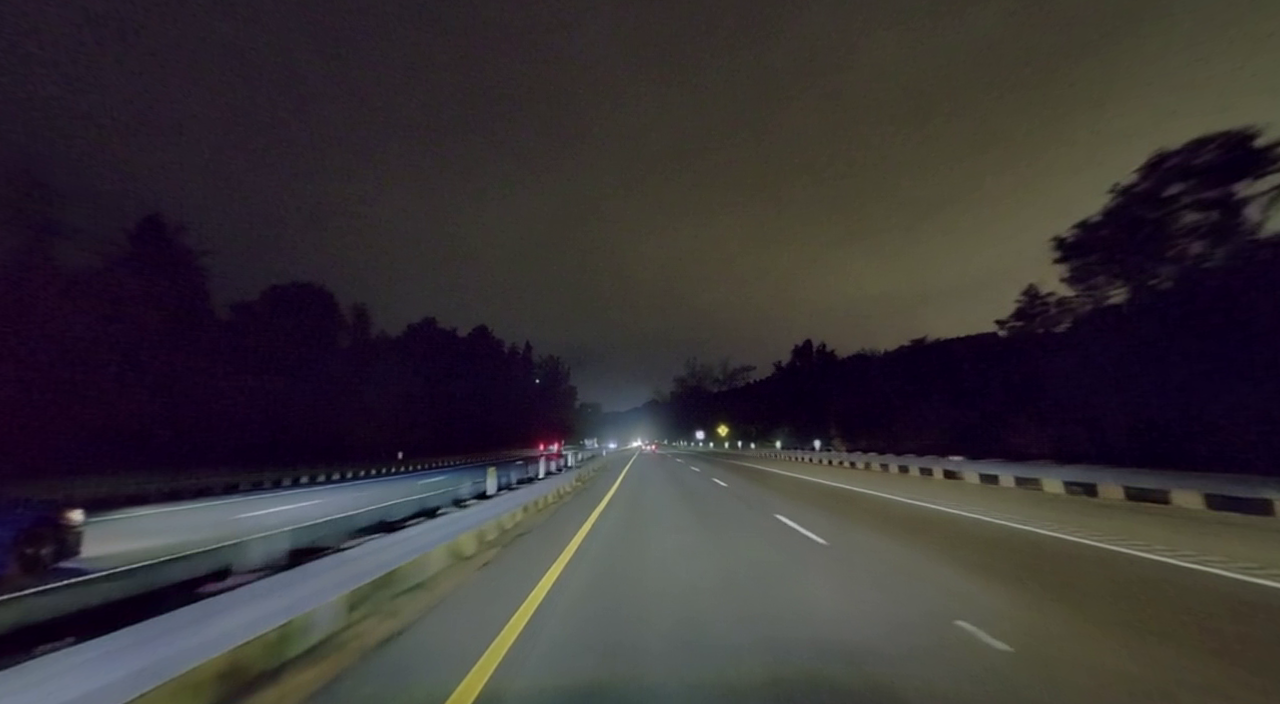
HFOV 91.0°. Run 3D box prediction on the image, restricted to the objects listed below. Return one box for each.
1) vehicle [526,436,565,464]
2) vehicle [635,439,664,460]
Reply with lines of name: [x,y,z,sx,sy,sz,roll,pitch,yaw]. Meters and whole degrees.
vehicle: [-6.932,7.253,46.720,2.068,1.897,4.372,0,-8,2]
vehicle: [0.688,7.265,46.952,2.061,1.469,3.782,0,-8,1]
